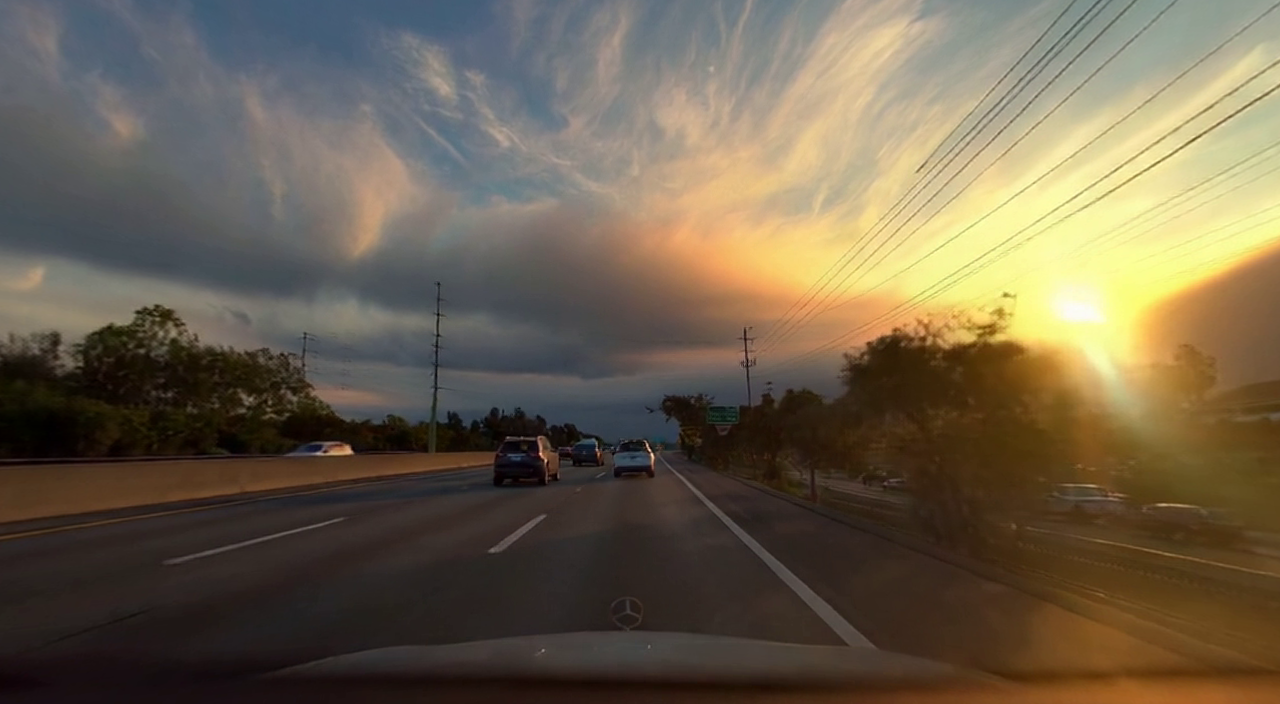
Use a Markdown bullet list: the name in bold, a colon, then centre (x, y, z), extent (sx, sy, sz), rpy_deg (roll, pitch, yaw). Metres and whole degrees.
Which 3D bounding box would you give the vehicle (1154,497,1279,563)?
- **vehicle**: centre (19.861, 5.876, 21.204), extent (1.832, 1.624, 4.158), rpy_deg (-1, -8, 4)

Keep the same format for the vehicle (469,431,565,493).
- **vehicle**: centre (-3.797, 3.501, 20.372), extent (2.104, 1.754, 4.515), rpy_deg (0, -8, 1)

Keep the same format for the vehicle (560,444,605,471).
- **vehicle**: centre (-3.296, 6.134, 36.838), extent (2.092, 1.464, 4.466), rpy_deg (0, -8, 2)

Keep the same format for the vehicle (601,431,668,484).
- **vehicle**: centre (-0.169, 3.971, 24.012), extent (2.319, 1.813, 4.274), rpy_deg (0, -8, 1)

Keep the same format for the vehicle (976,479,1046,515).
- **vehicle**: centre (21.891, 8.521, 37.394), extent (1.826, 1.625, 4.758), rpy_deg (-1, -8, 8)

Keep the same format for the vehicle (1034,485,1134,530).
- **vehicle**: centre (21.682, 7.583, 31.058), extent (1.820, 1.768, 4.621), rpy_deg (-2, -10, 6)

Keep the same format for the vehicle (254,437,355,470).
- **vehicle**: centre (-20.696, 6.310, 39.396), extent (2.422, 1.899, 6.624), rpy_deg (-1, -8, 2)
